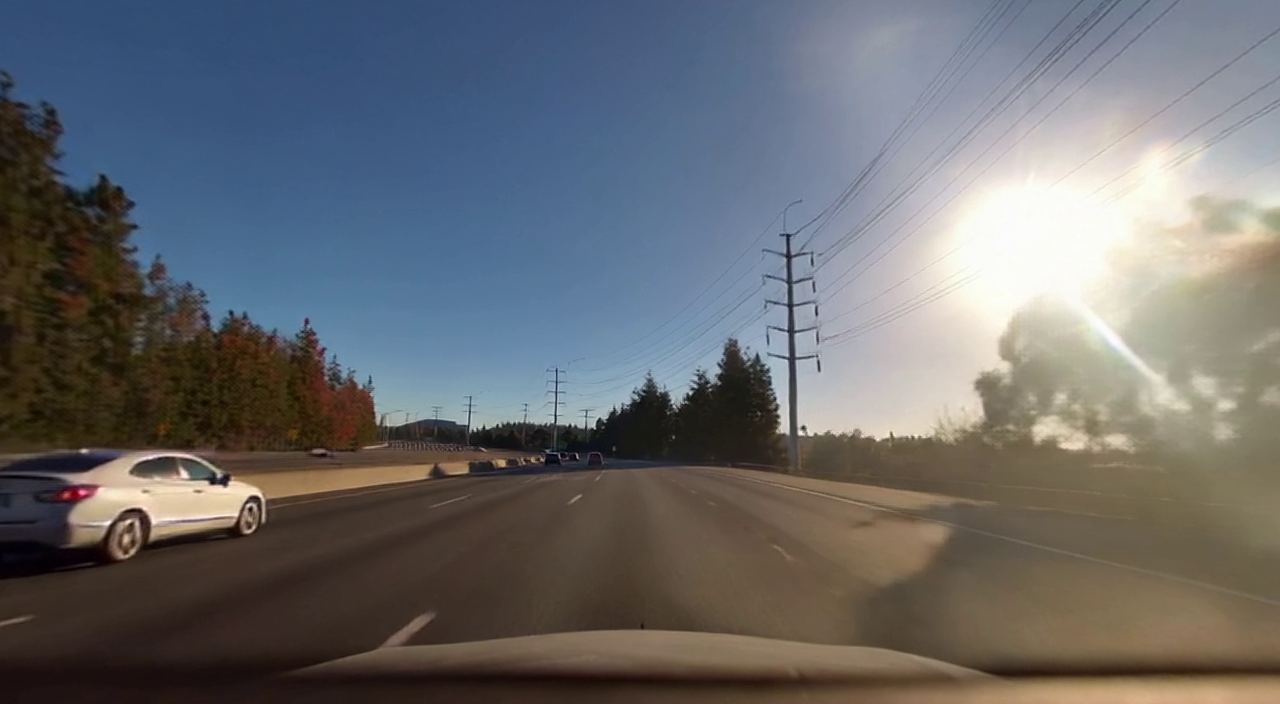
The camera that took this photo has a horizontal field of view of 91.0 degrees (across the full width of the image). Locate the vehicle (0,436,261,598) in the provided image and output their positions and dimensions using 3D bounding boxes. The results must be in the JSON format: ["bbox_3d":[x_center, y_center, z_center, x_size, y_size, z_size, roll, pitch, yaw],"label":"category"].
[{"bbox_3d":[-7.081,1.861,7.877,1.999,1.527,4.238,0,-9,0],"label":"vehicle"}]
